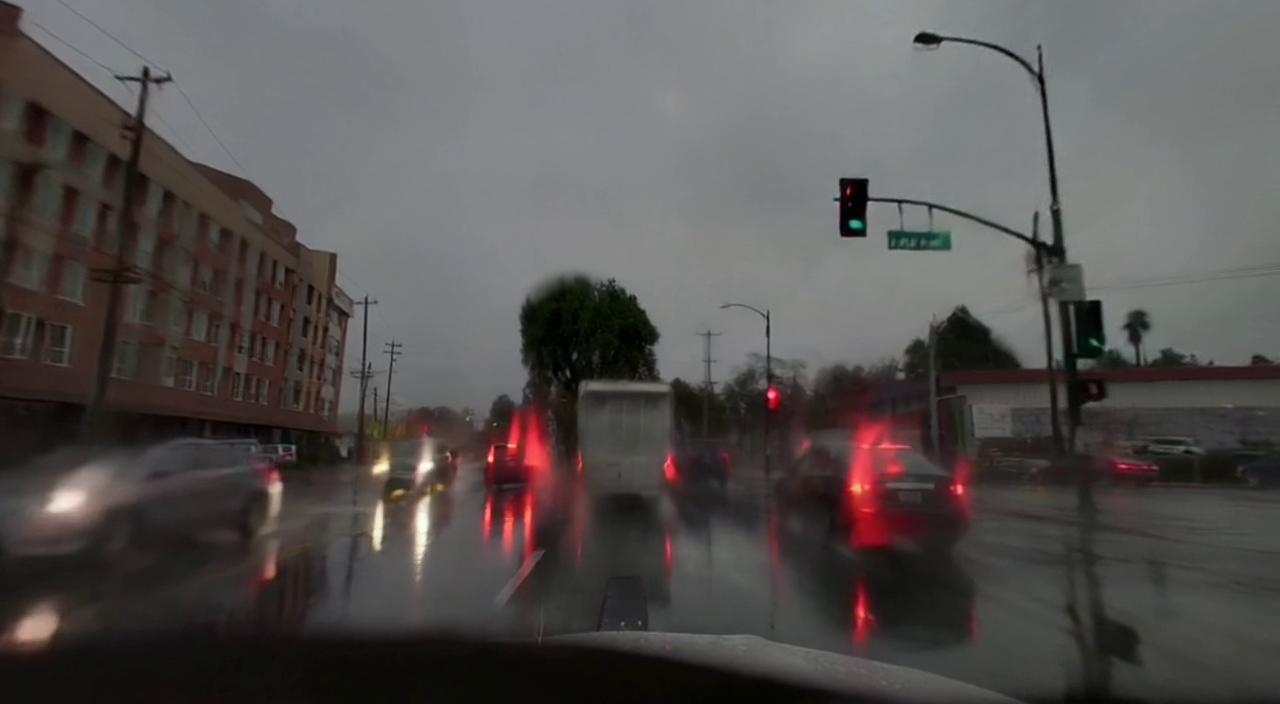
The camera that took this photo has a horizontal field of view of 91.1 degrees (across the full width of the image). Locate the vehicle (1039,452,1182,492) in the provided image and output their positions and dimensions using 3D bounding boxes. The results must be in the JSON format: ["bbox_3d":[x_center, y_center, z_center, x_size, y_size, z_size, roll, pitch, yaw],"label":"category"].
[{"bbox_3d":[20.839,5.295,28.054,1.819,1.498,4.664,4,-9,-26],"label":"vehicle"}]

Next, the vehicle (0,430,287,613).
[{"bbox_3d":[-6.126,1.699,7.299,1.801,1.524,3.974,0,-8,-1],"label":"vehicle"}]

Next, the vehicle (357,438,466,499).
[{"bbox_3d":[-7.107,3.611,20.081,2.165,1.690,4.322,0,-8,-5],"label":"vehicle"}]

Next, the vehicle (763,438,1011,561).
[{"bbox_3d":[3.568,2.171,10.248,1.978,1.507,4.636,0,-8,-3],"label":"vehicle"}]

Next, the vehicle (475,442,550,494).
[{"bbox_3d":[-4.267,3.913,21.766,2.033,1.555,4.408,0,-8,-5],"label":"vehicle"}]

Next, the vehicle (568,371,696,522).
[{"bbox_3d":[-0.440,2.262,15.502,2.517,2.926,6.177,1,-8,-5],"label":"vehicle"}]
